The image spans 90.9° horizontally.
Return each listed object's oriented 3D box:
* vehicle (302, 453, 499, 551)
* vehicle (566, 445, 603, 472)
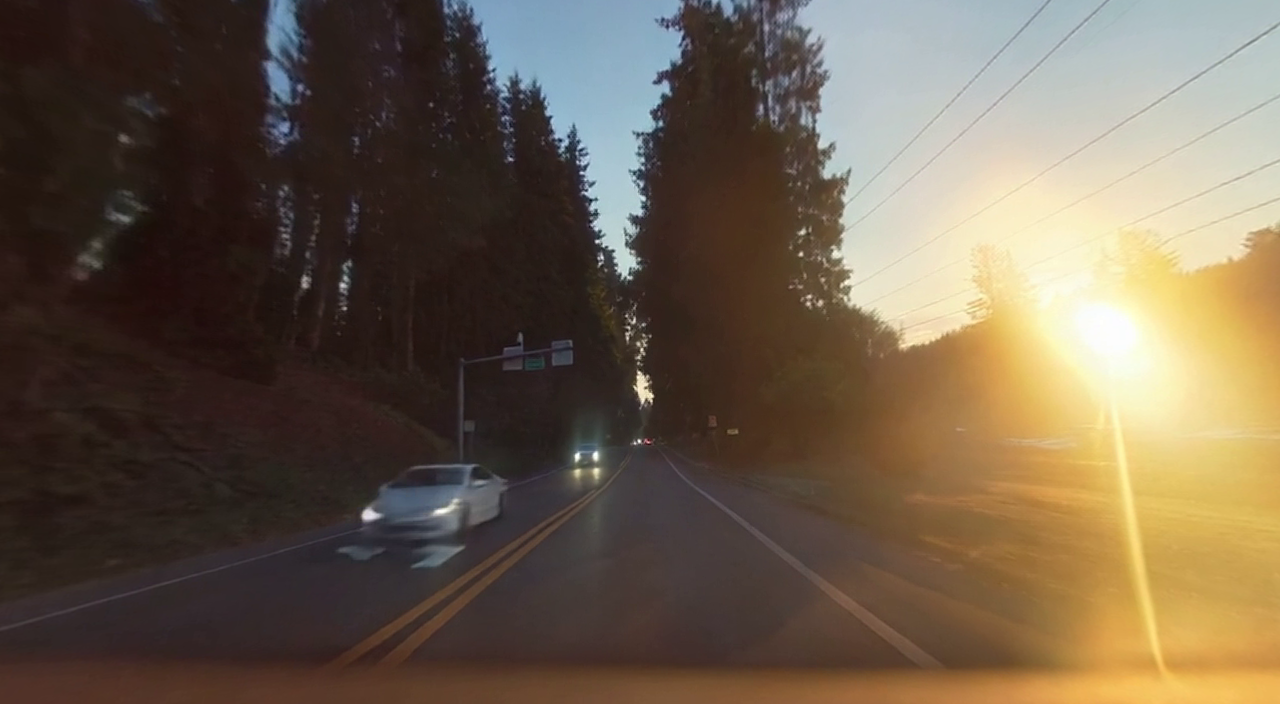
[{"bbox_3d":[-4.097,2.605,11.611,2.002,1.420,3.948,-1,-9,1],"label":"vehicle"},{"bbox_3d":[-3.593,6.998,41.591,2.074,1.679,4.293,-1,-9,0],"label":"vehicle"}]
